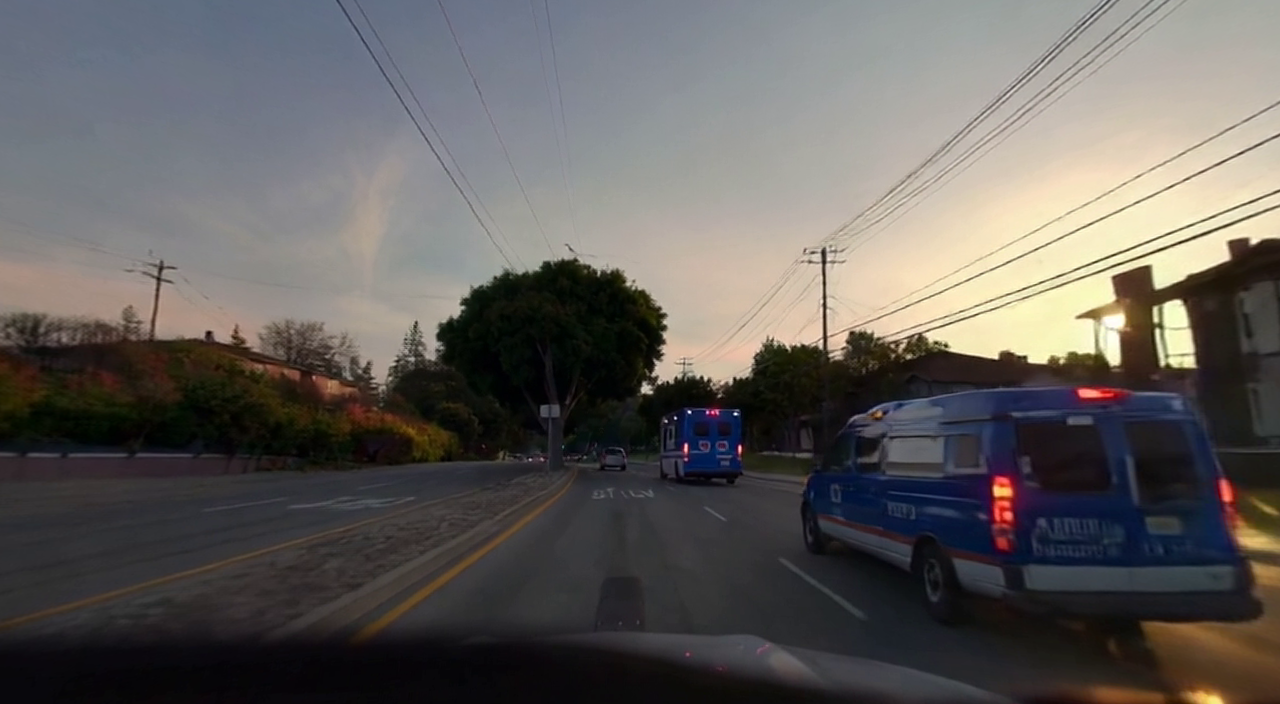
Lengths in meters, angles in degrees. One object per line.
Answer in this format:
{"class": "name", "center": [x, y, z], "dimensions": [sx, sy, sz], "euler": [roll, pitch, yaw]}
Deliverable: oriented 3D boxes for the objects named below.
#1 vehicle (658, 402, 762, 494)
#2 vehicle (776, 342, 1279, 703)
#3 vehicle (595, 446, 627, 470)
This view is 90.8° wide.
{"class": "vehicle", "center": [2.138, 3.209, 21.368], "dimensions": [2.406, 2.687, 5.521], "euler": [1, -8, -5]}
{"class": "vehicle", "center": [2.954, 1.239, 5.628], "dimensions": [2.194, 1.922, 4.822], "euler": [0, -8, -3]}
{"class": "vehicle", "center": [-2.257, 8.070, 48.146], "dimensions": [2.114, 1.707, 3.725], "euler": [1, -8, -7]}
